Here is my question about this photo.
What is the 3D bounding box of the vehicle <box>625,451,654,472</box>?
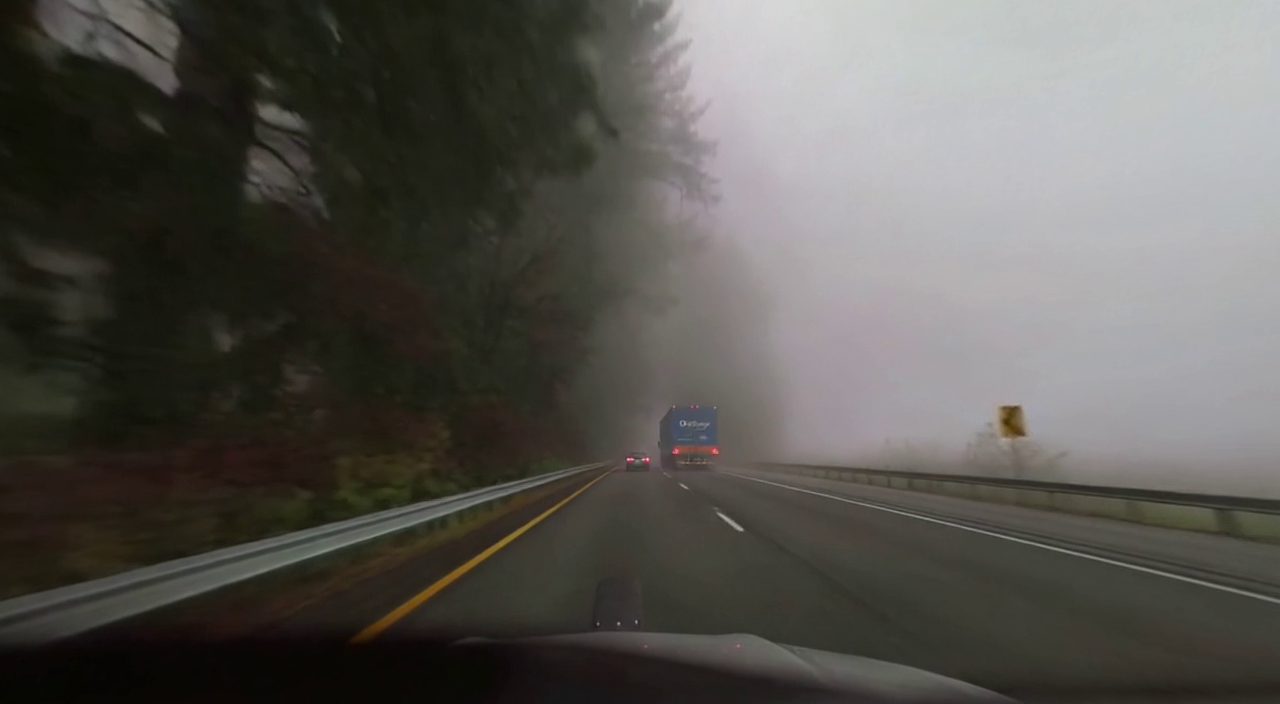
[{"bbox_3d":[-0.029,8.241,47.508,2.057,1.528,3.958,-1,-9,0],"label":"vehicle"}]

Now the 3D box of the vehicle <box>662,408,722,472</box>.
[{"bbox_3d":[3.544,6.583,46.331,3.440,4.090,11.380,0,-9,0],"label":"vehicle"}]
